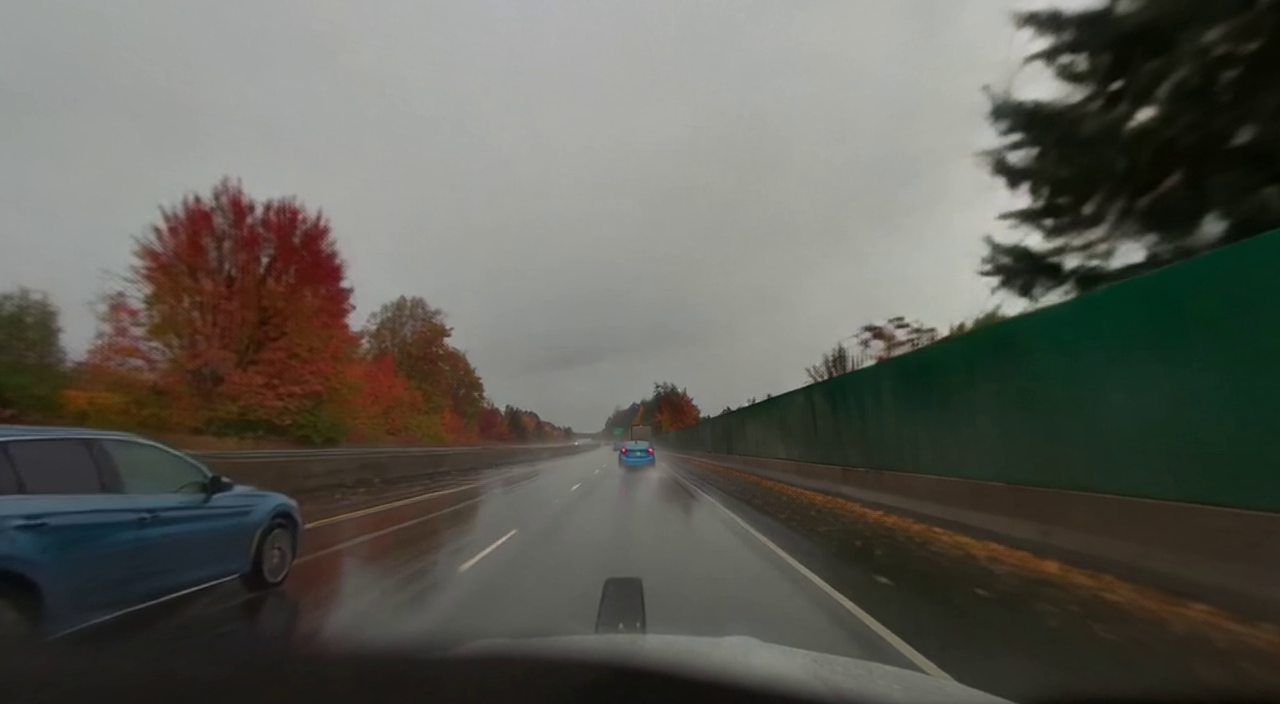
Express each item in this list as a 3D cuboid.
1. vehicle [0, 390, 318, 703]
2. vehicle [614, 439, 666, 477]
[{"bbox_3d":[-3.887,1.035,3.469,2.054,1.536,4.128,0,-8,0],"label":"vehicle"},{"bbox_3d":[-0.052,4.510,27.073,2.057,1.516,4.065,0,-8,-1],"label":"vehicle"}]
